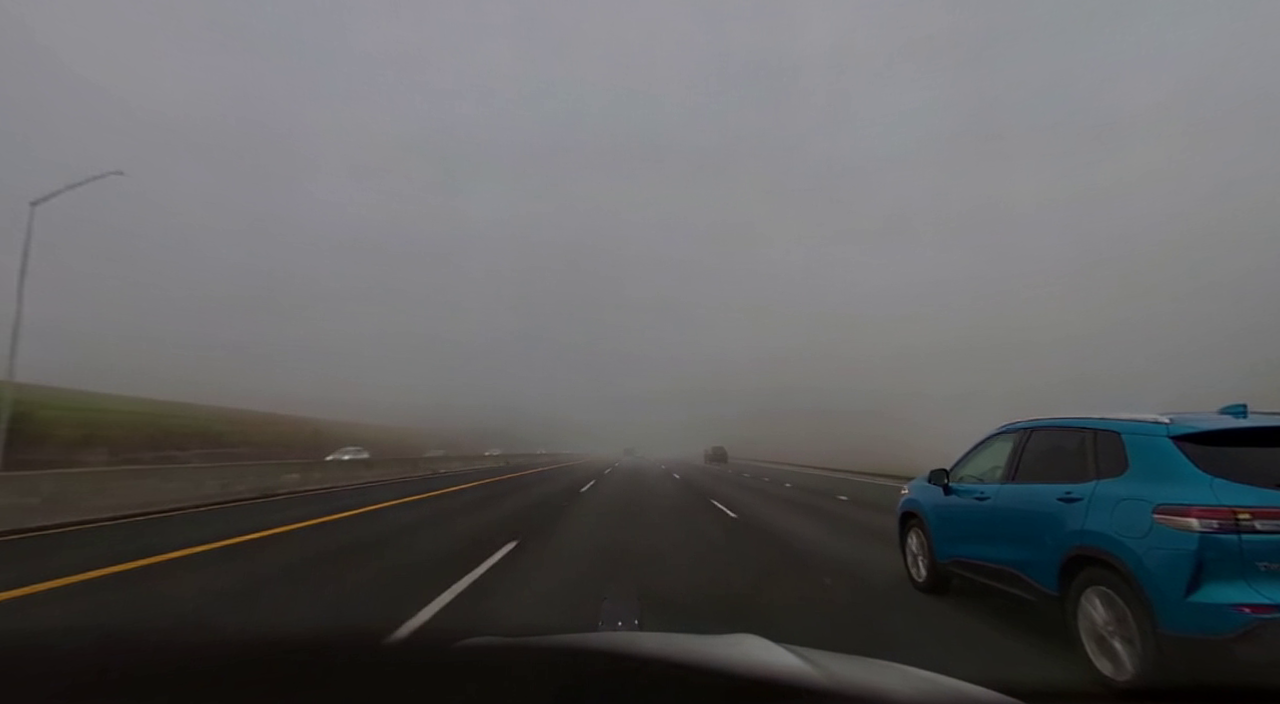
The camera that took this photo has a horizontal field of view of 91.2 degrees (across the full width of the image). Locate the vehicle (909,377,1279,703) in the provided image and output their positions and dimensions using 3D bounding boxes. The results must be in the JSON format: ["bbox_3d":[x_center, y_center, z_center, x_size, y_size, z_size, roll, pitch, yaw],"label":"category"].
[{"bbox_3d":[3.475,1.167,3.787,1.784,1.733,4.141,0,-9,-1],"label":"vehicle"}]

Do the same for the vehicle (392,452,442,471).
[{"bbox_3d":[-15.267,7.481,43.113,1.805,1.197,4.391,-1,-9,1],"label":"vehicle"}]

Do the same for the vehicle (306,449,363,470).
[{"bbox_3d":[-22.627,7.955,46.607,1.891,1.466,4.701,0,-9,0],"label":"vehicle"}]

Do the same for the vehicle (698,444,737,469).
[{"bbox_3d":[5.498,7.491,45.071,2.006,1.652,4.417,0,-9,-3],"label":"vehicle"}]
